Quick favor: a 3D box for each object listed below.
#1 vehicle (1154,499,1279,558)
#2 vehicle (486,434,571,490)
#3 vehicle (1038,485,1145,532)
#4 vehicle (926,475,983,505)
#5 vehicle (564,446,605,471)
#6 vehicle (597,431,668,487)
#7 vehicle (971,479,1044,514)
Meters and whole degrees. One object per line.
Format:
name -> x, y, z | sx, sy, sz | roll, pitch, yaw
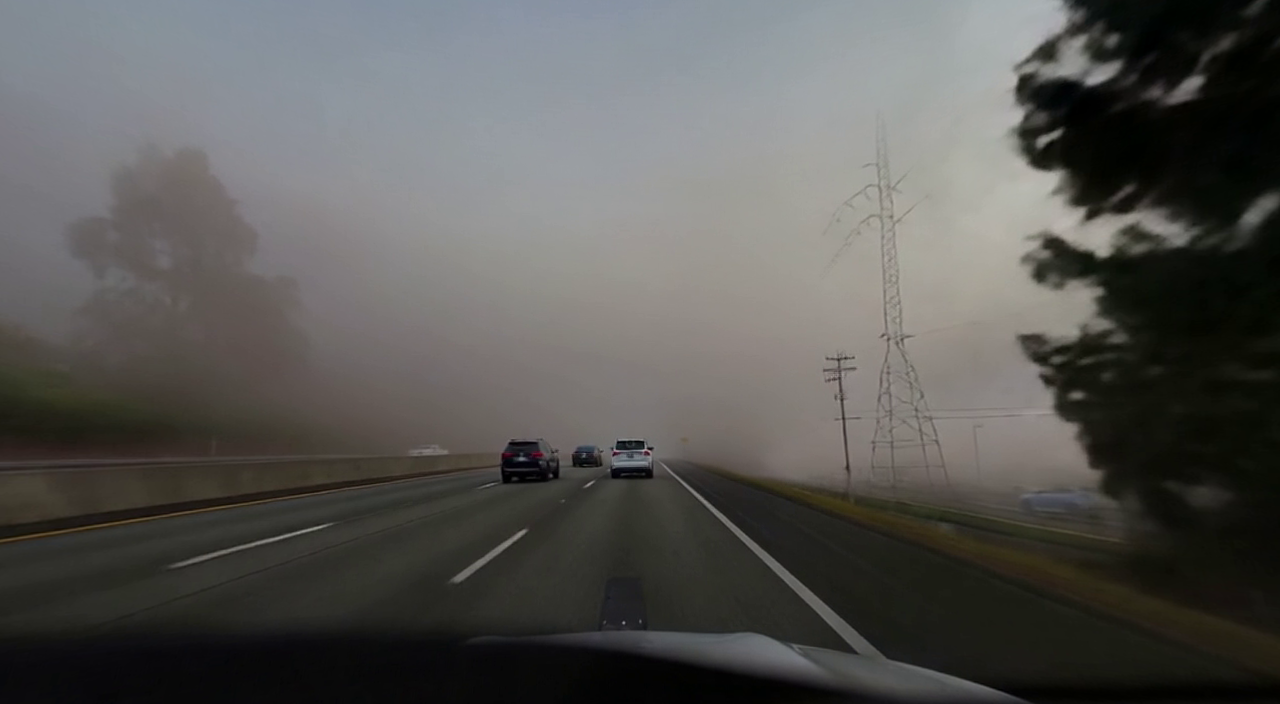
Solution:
vehicle -> 20.120, 5.865, 21.352 | 1.801, 1.469, 4.315 | -3, -10, 2
vehicle -> -3.844, 3.888, 22.617 | 2.104, 1.754, 4.515 | 0, -8, 1
vehicle -> 19.868, 6.865, 28.003 | 1.832, 1.624, 4.158 | -1, -8, 4
vehicle -> 21.804, 9.563, 43.950 | 1.826, 1.625, 4.758 | -1, -8, 5
vehicle -> -3.379, 6.587, 39.297 | 2.092, 1.464, 4.466 | 0, -9, 1
vehicle -> -0.234, 3.856, 22.927 | 2.319, 1.813, 4.274 | 0, -8, 0
vehicle -> 21.588, 8.482, 37.293 | 1.820, 1.768, 4.621 | -3, -10, 6
